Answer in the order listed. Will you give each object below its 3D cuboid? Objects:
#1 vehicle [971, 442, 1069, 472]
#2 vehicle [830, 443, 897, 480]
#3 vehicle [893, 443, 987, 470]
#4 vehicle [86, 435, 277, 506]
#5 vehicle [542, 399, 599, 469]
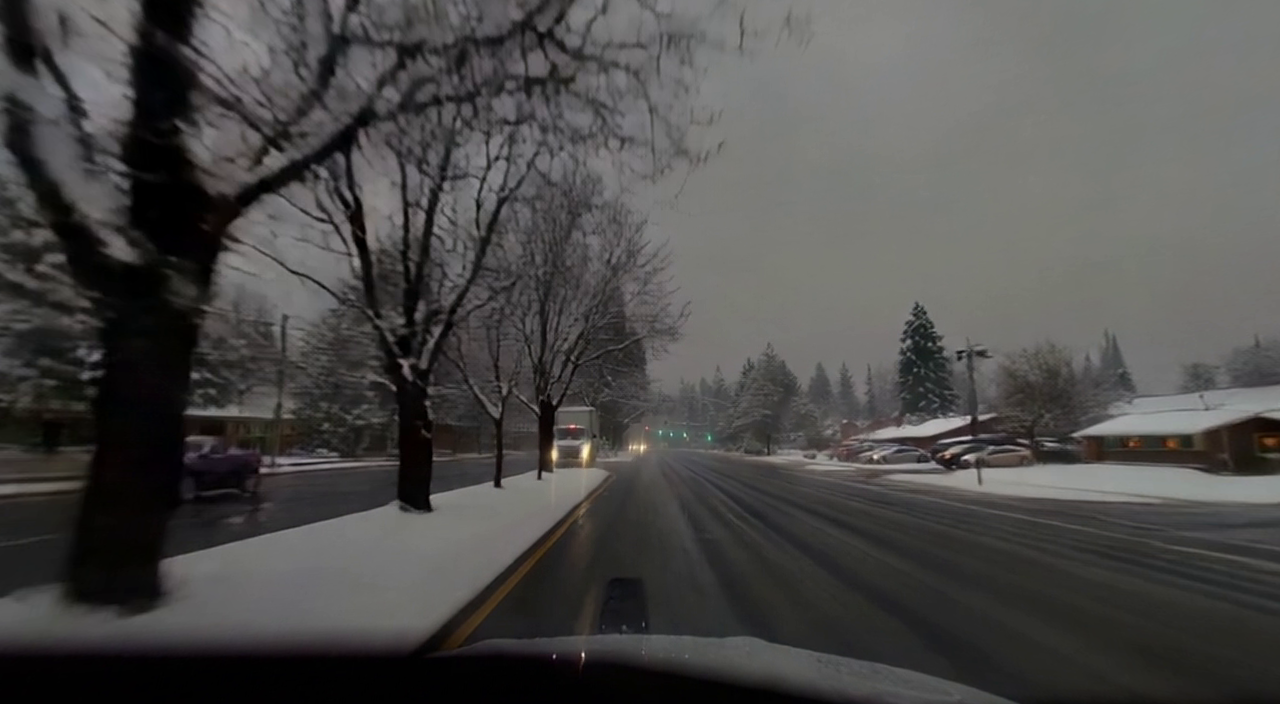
[{"bbox_3d":[22.646,6.253,37.723,4.570,1.521,2.029,1,-8,6],"label":"vehicle"},{"bbox_3d":[11.448,5.608,32.614,1.976,1.780,4.352,0,-8,1],"label":"vehicle"},{"bbox_3d":[20.224,7.047,42.655,5.184,1.713,2.210,0,-8,0],"label":"vehicle"},{"bbox_3d":[-14.194,3.674,20.080,2.145,1.937,5.203,0,-8,0],"label":"vehicle"},{"bbox_3d":[-3.924,4.739,36.394,3.008,3.786,3.422,0,-8,-2],"label":"vehicle"}]
